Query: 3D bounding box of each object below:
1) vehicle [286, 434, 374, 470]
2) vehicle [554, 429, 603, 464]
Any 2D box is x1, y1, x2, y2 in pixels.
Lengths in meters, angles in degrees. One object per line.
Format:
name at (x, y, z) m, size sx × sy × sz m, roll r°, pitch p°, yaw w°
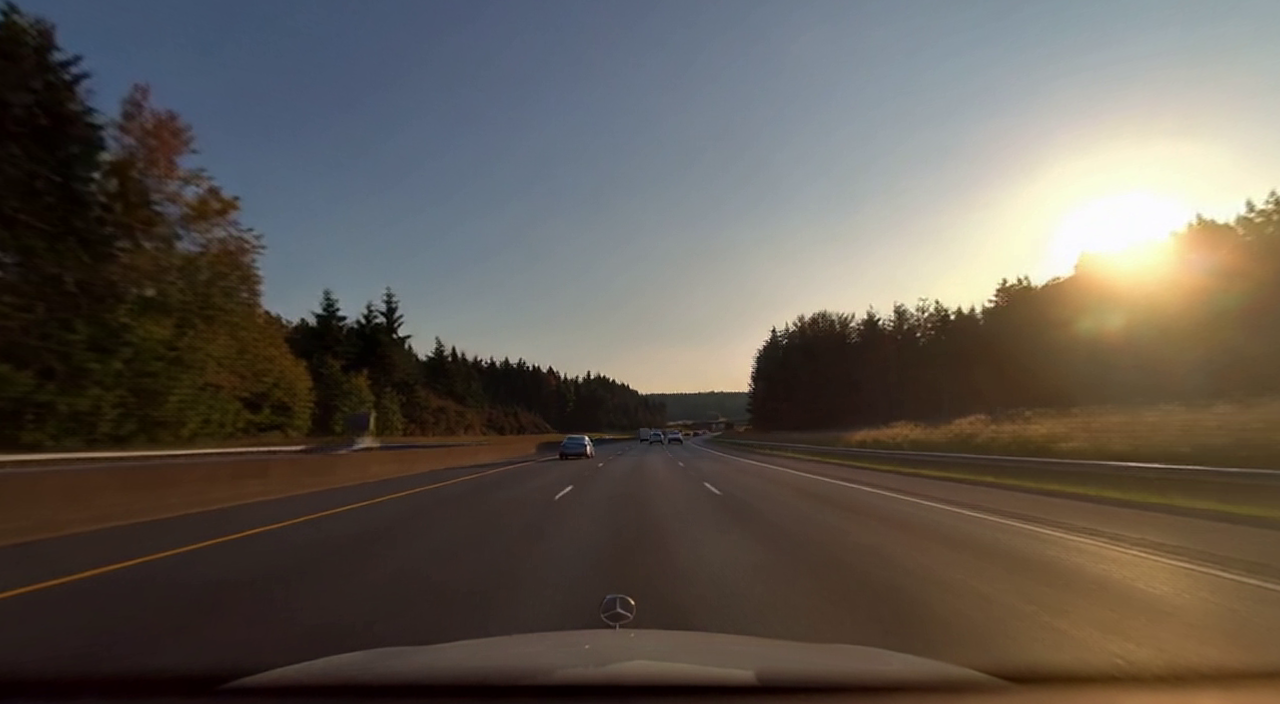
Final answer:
vehicle at (-15.827, 5.109, 32.532) m, size 2.294 × 1.722 × 4.600 m, roll 0°, pitch -8°, yaw -1°
vehicle at (-3.126, 4.879, 32.664) m, size 2.084 × 1.654 × 4.080 m, roll 0°, pitch -8°, yaw 1°
